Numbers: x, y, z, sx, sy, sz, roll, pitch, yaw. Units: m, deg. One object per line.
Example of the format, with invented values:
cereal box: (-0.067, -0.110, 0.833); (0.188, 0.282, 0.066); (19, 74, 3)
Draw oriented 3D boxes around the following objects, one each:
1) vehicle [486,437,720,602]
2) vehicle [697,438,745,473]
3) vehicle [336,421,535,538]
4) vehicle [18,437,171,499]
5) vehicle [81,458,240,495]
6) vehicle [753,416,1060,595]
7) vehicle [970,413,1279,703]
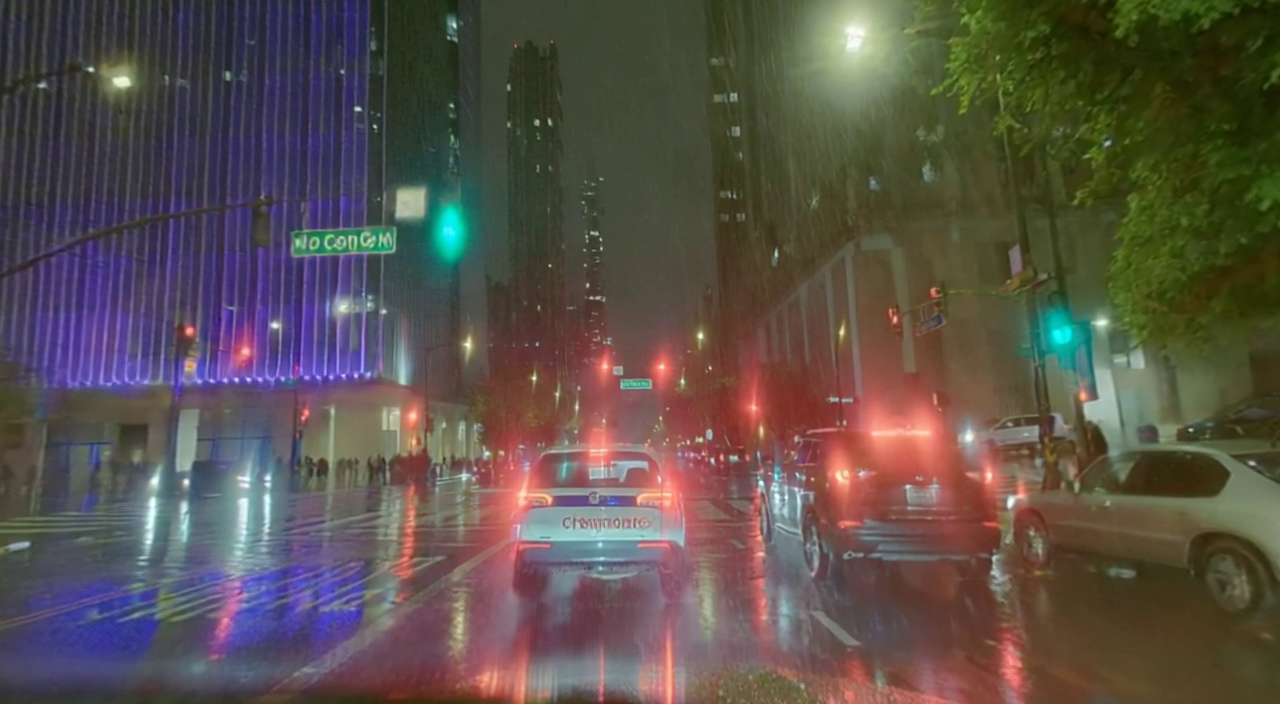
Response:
vehicle: (-0.361, 1.812, 7.804); (2.092, 1.454, 4.132); (0, -8, -1)
vehicle: (5.669, 7.333, 45.048); (2.420, 2.300, 5.313); (0, -8, -3)
vehicle: (-3.685, 2.412, 12.700); (2.190, 1.840, 5.272); (0, -8, 0)
vehicle: (-30.862, 6.530, 35.953); (5.896, 3.276, 2.809); (1, -8, 1)
vehicle: (-20.177, 5.238, 26.748); (5.153, 1.449, 1.966); (0, -8, 1)
vehicle: (3.043, 1.852, 8.630); (2.072, 1.735, 4.759); (0, -8, 0)
vehicle: (2.754, 0.810, 1.124); (1.902, 1.454, 4.540); (0, -8, 0)
